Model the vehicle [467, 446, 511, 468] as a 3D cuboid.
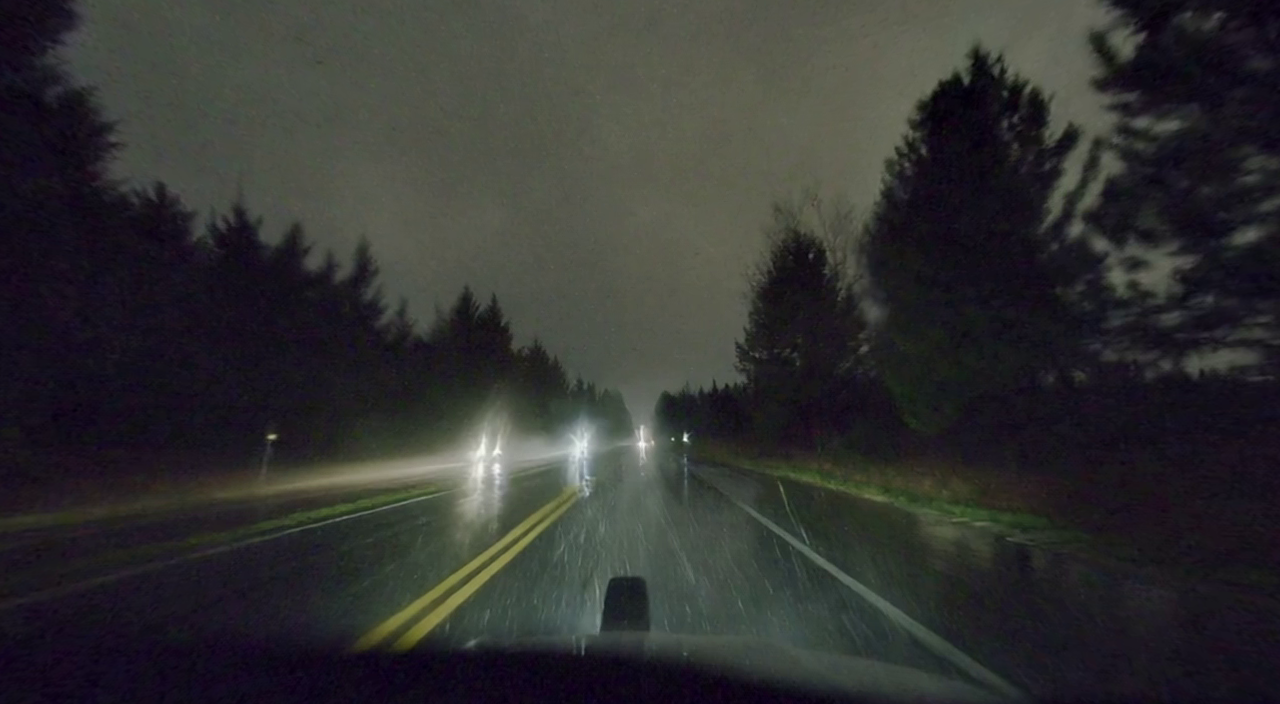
[{"bbox_3d":[-10.473,7.281,43.991,1.962,1.458,4.322,0,-8,1],"label":"vehicle"}]
